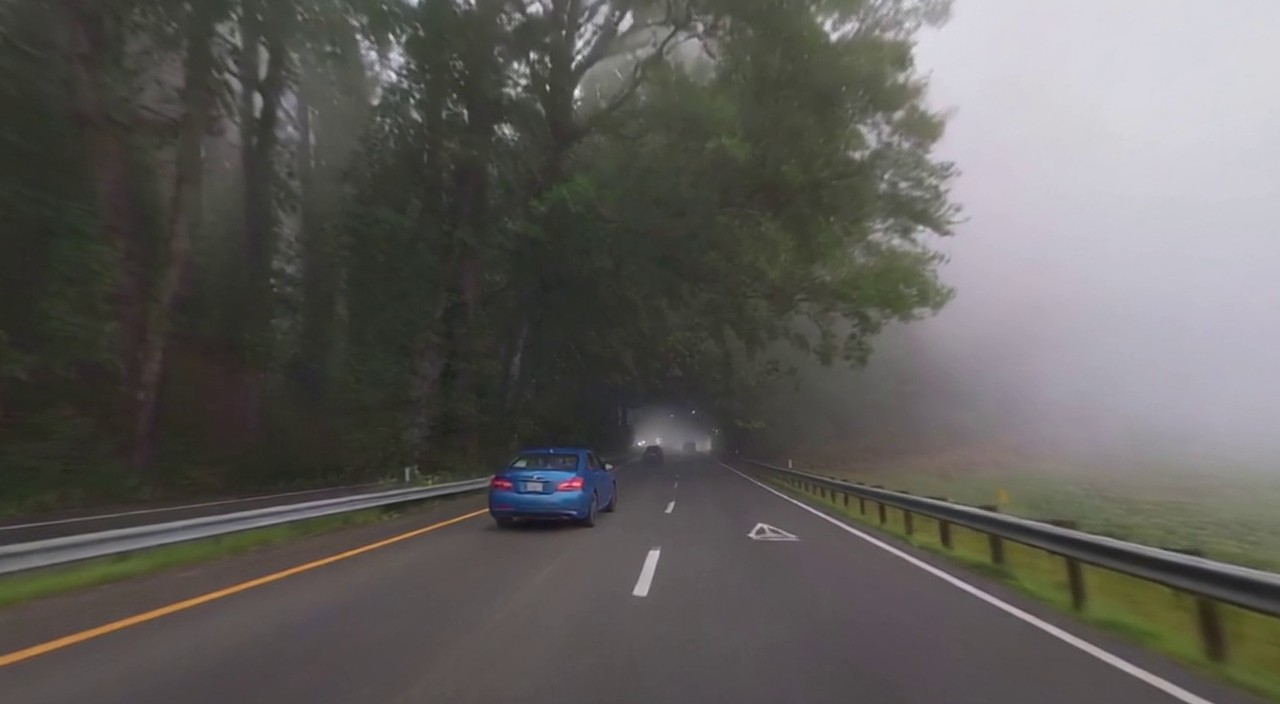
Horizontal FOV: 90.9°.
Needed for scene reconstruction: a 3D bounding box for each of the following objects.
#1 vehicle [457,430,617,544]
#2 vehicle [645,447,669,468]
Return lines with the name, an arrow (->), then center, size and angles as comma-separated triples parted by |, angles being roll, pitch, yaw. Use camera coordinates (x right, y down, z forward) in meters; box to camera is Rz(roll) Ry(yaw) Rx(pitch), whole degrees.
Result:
vehicle -> -1.506, 2.152, 10.574 | 1.846, 1.566, 3.525 | -1, -9, 4
vehicle -> 1.342, 8.150, 48.931 | 1.675, 1.537, 3.574 | -1, -9, 3
